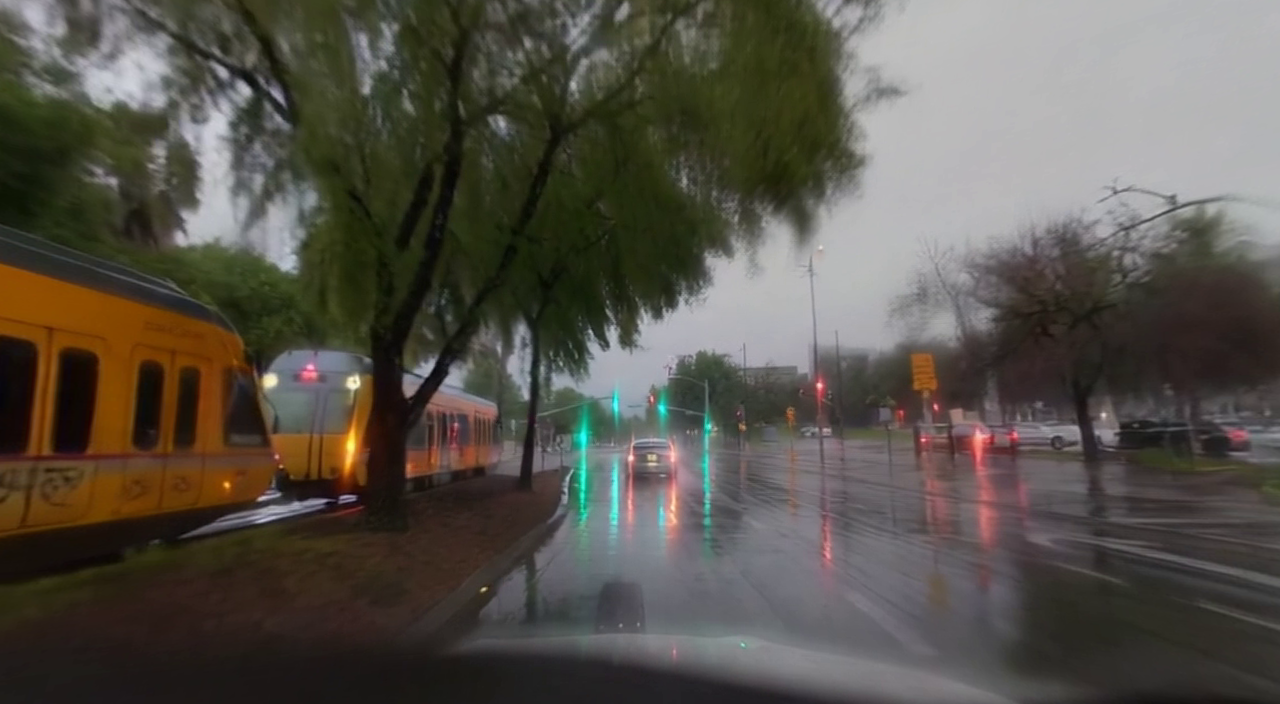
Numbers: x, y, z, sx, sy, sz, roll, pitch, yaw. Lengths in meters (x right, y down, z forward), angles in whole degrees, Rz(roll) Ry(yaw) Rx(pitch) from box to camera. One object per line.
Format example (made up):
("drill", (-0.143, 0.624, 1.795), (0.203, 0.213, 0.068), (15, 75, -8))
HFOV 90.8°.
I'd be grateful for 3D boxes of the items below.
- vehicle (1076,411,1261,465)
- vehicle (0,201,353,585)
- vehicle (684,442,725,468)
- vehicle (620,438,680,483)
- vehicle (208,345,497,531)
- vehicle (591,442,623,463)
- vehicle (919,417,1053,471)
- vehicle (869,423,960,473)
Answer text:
("vehicle", (19.690, 3.302, 24.031), (2.159, 1.817, 5.675), (0, -8, 1))
("vehicle", (-7.657, 0.461, 6.663), (2.897, 3.700, 13.528), (0, -7, 0))
("vehicle", (3.770, 6.095, 37.667), (1.944, 1.447, 4.392), (0, -8, 0))
("vehicle", (0.342, 3.954, 23.351), (2.002, 1.471, 4.337), (0, -8, 0))
("vehicle", (-7.510, 2.726, 19.860), (2.891, 3.904, 13.008), (0, -8, 0))
("vehicle", (-2.363, 7.327, 46.150), (2.118, 1.478, 4.076), (0, -8, 0))
("vehicle", (13.448, 3.661, 25.099), (2.145, 1.911, 5.581), (0, -8, 0))
("vehicle", (13.603, 4.711, 31.791), (2.221, 2.116, 5.535), (2, -5, 1))
